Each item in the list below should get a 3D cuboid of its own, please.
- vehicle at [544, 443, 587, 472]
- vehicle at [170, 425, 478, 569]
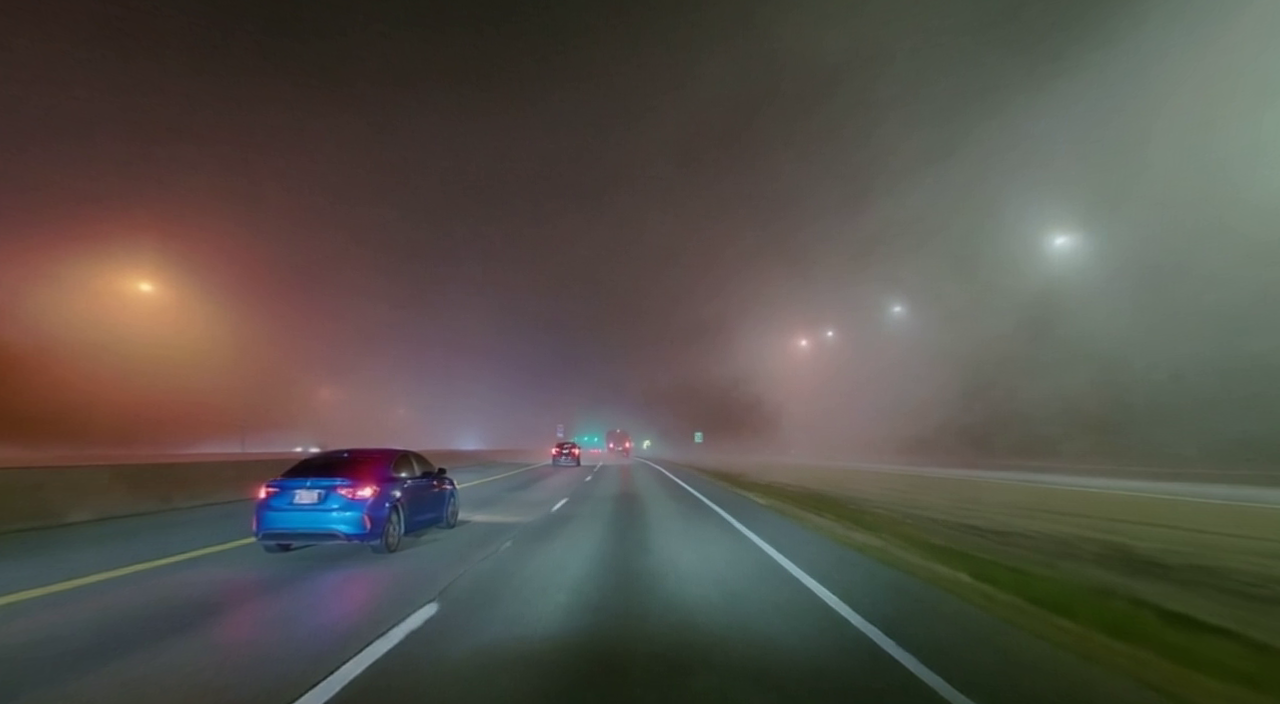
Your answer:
[{"bbox_3d":[-3.943,5.646,33.849,1.965,1.459,4.145,1,-9,-2],"label":"vehicle"},{"bbox_3d":[-3.984,1.903,9.102,2.012,1.510,4.672,0,-9,0],"label":"vehicle"}]
